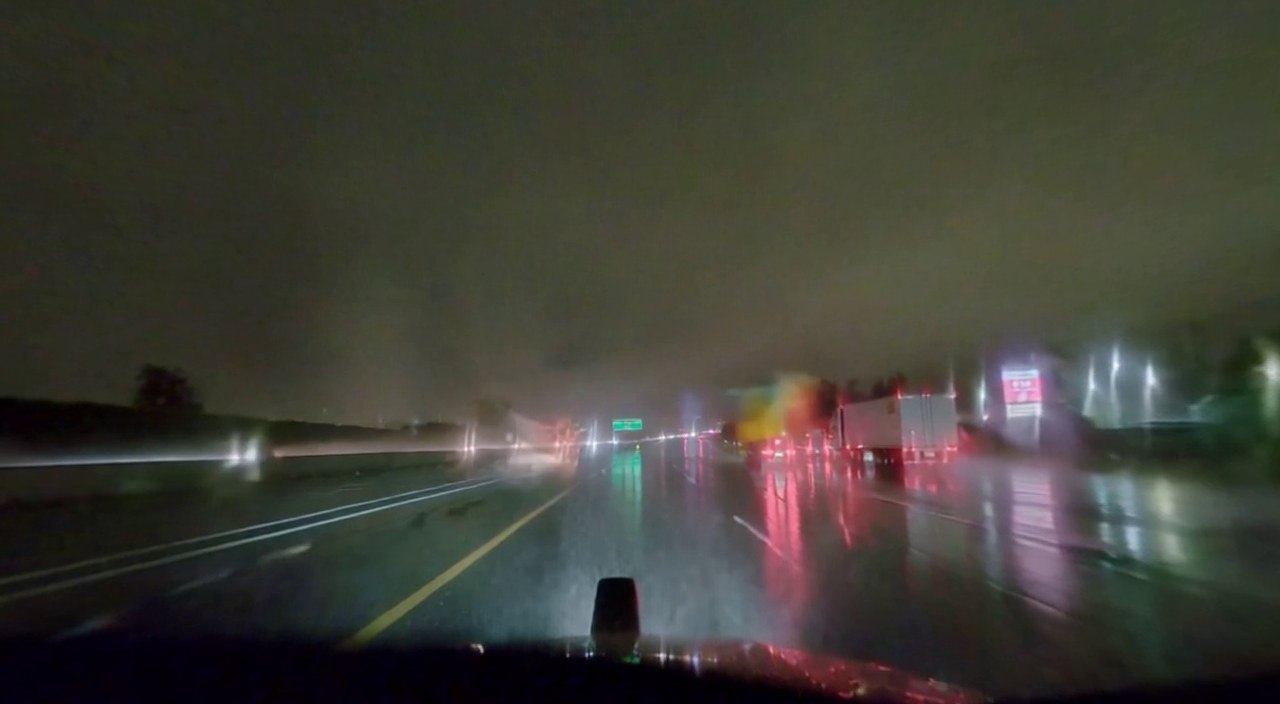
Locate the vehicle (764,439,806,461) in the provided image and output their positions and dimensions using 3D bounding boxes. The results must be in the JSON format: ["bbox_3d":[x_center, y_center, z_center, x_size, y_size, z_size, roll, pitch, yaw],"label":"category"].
[{"bbox_3d":[11.206,7.623,49.217,2.229,1.599,4.253,0,-8,0],"label":"vehicle"}]
